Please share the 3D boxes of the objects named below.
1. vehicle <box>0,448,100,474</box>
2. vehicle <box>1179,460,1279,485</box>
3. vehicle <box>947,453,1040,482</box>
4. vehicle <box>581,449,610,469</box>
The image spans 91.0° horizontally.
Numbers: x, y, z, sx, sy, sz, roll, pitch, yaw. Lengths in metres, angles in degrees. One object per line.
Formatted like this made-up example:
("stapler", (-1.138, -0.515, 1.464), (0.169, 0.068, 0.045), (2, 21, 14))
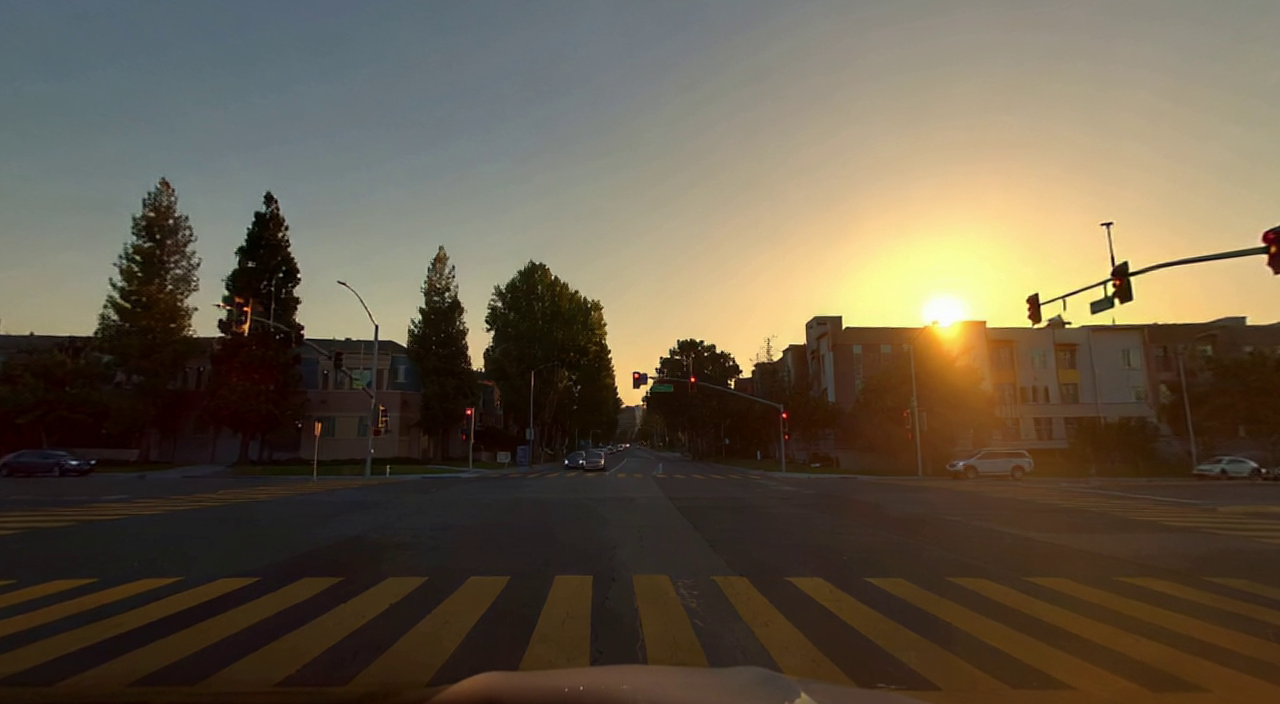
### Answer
("vehicle", (-35.151, 6.428, 37.176), (4.741, 1.447, 1.807), (0, -9, 0))
("vehicle", (36.204, 7.318, 38.298), (4.976, 1.428, 1.929), (0, -8, -2))
("vehicle", (21.078, 6.871, 37.591), (4.447, 1.623, 1.801), (0, -9, -3))
("vehicle", (-3.468, 8.393, 49.384), (1.908, 1.441, 4.142), (0, -8, 1))
